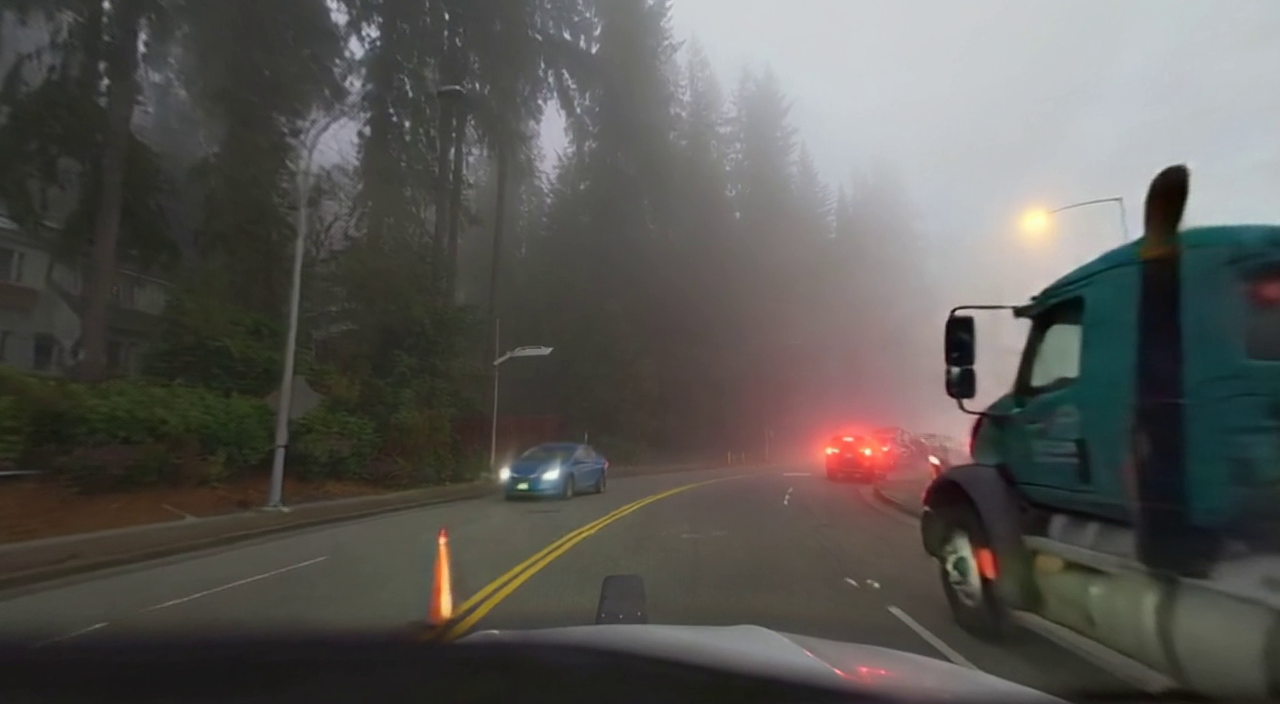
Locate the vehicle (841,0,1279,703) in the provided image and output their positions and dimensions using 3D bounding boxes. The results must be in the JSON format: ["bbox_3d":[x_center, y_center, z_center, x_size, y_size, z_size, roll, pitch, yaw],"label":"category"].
[{"bbox_3d":[3.326,-0.053,0.685,2.787,2.966,10.741,-1,-6,1],"label":"vehicle"}]

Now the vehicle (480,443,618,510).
[{"bbox_3d":[-2.187,3.150,16.594,1.945,1.494,4.201,-3,-9,17],"label":"vehicle"}]
